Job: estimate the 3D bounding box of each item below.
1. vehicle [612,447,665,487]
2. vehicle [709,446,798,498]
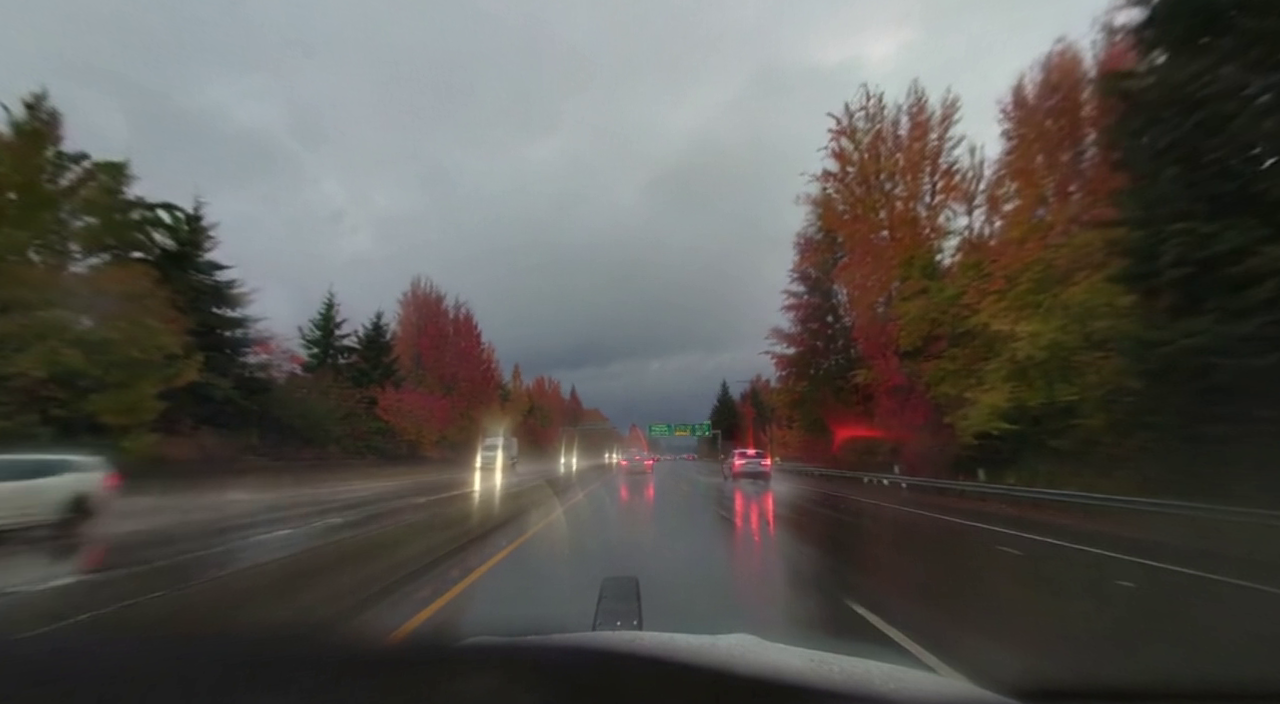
[{"bbox_3d":[-0.056,4.933,27.136,2.070,1.546,4.648,0,-9,0],"label":"vehicle"},{"bbox_3d":[3.675,3.965,21.115,2.119,1.557,4.163,0,-9,-1],"label":"vehicle"}]
